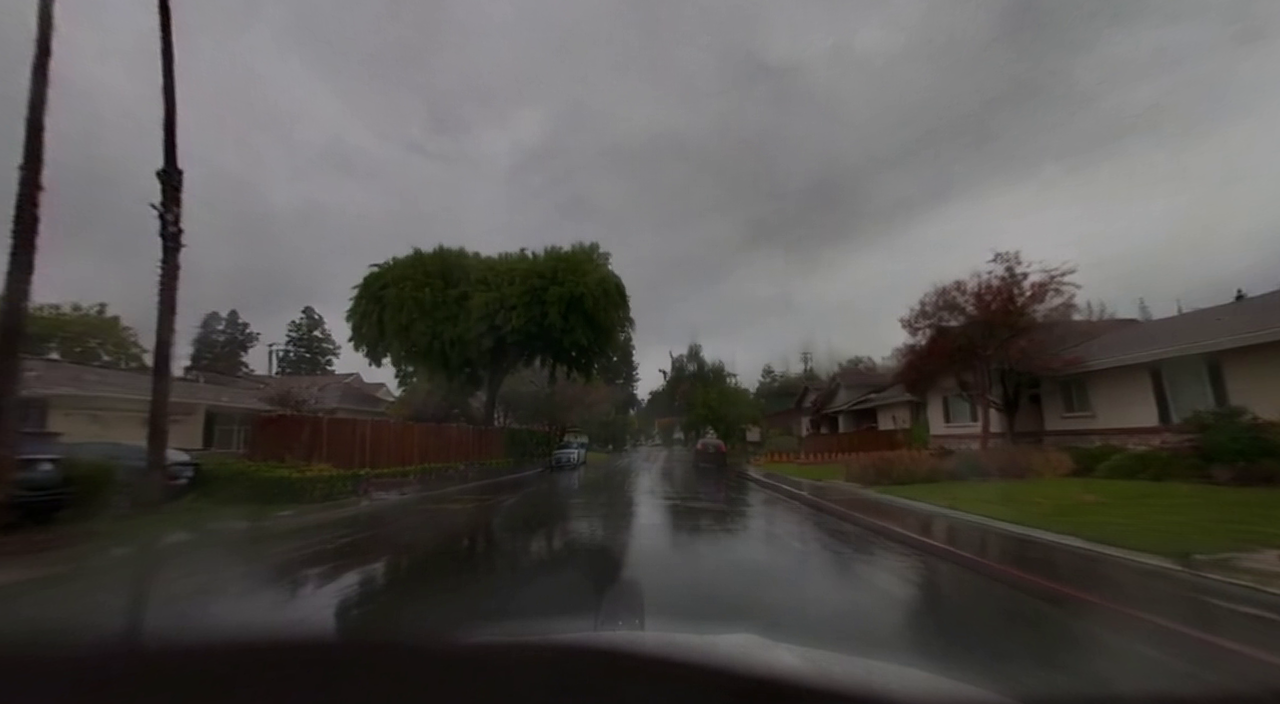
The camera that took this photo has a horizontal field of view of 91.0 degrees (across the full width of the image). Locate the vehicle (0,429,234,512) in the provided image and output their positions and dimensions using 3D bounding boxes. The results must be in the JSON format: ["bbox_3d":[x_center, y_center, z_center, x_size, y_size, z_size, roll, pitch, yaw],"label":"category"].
[{"bbox_3d":[-13.013,2.857,15.418,4.743,1.849,1.976,0,-8,2],"label":"vehicle"}]

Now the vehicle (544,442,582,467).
[{"bbox_3d":[-5.424,7.301,44.968,2.005,1.706,4.428,-1,-8,3],"label":"vehicle"}]

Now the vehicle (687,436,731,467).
[{"bbox_3d":[4.127,6.051,38.360,2.176,1.762,4.622,0,-8,1],"label":"vehicle"}]
